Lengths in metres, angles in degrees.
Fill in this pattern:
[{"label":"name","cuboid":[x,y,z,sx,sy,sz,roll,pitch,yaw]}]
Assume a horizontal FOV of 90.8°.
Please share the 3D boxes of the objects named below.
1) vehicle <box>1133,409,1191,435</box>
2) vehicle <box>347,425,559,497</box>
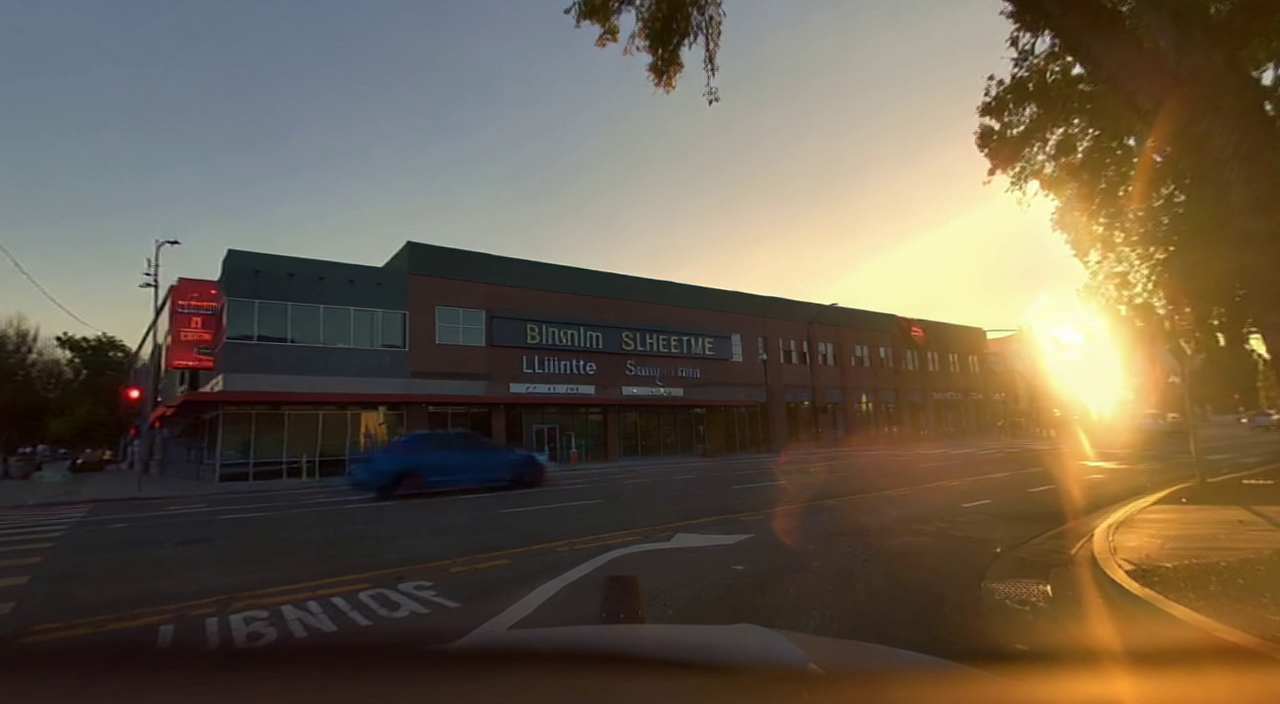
[{"label":"vehicle","cuboid":[39.662,5.350,47.978,4.689,1.758,2.146,6,-11,-36]},{"label":"vehicle","cuboid":[-4.362,2.555,15.130,4.442,1.458,1.902,6,-11,-36]}]
